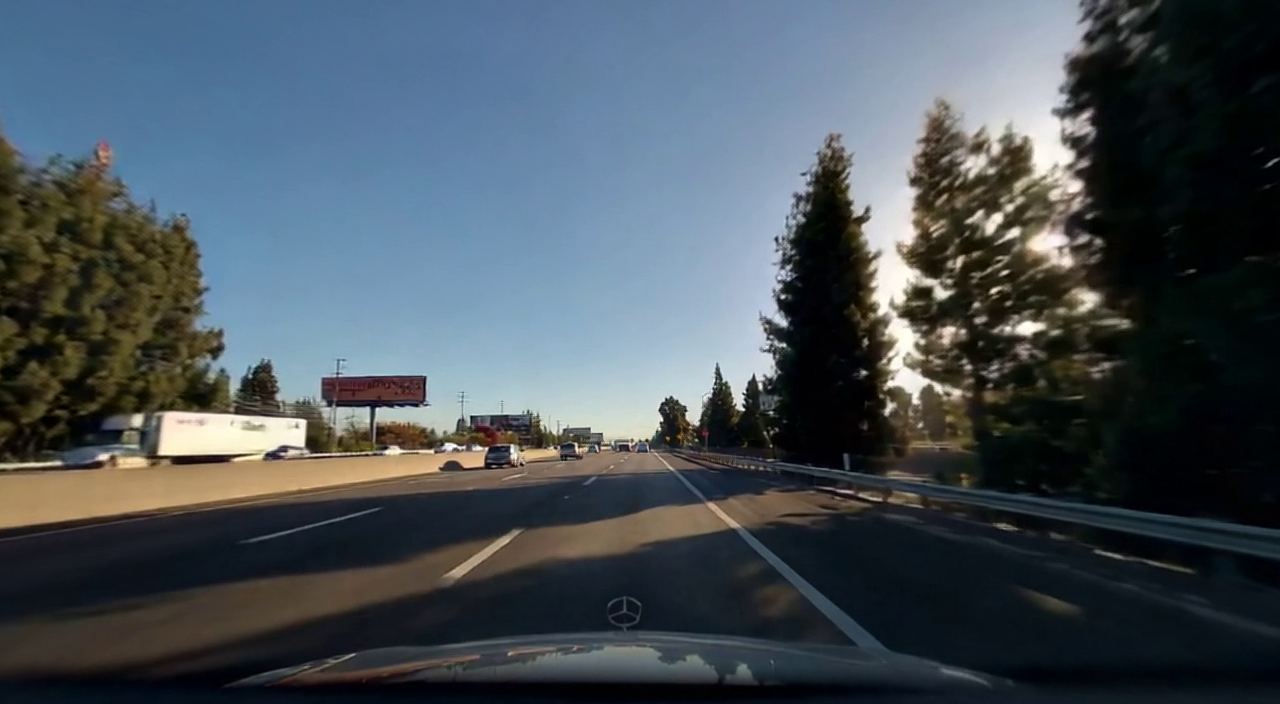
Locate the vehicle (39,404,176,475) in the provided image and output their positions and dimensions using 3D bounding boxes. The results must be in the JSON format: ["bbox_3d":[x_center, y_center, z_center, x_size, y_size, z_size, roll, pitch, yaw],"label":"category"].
[{"bbox_3d":[-32.719,5.469,39.100,2.976,4.021,5.937,0,-9,1],"label":"vehicle"}]

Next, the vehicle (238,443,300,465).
[{"bbox_3d":[-28.615,7.894,48.750,1.915,1.610,4.542,0,-9,1],"label":"vehicle"}]

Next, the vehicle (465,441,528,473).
[{"bbox_3d":[-7.204,5.339,32.234,2.008,1.520,4.731,0,-9,1],"label":"vehicle"}]
